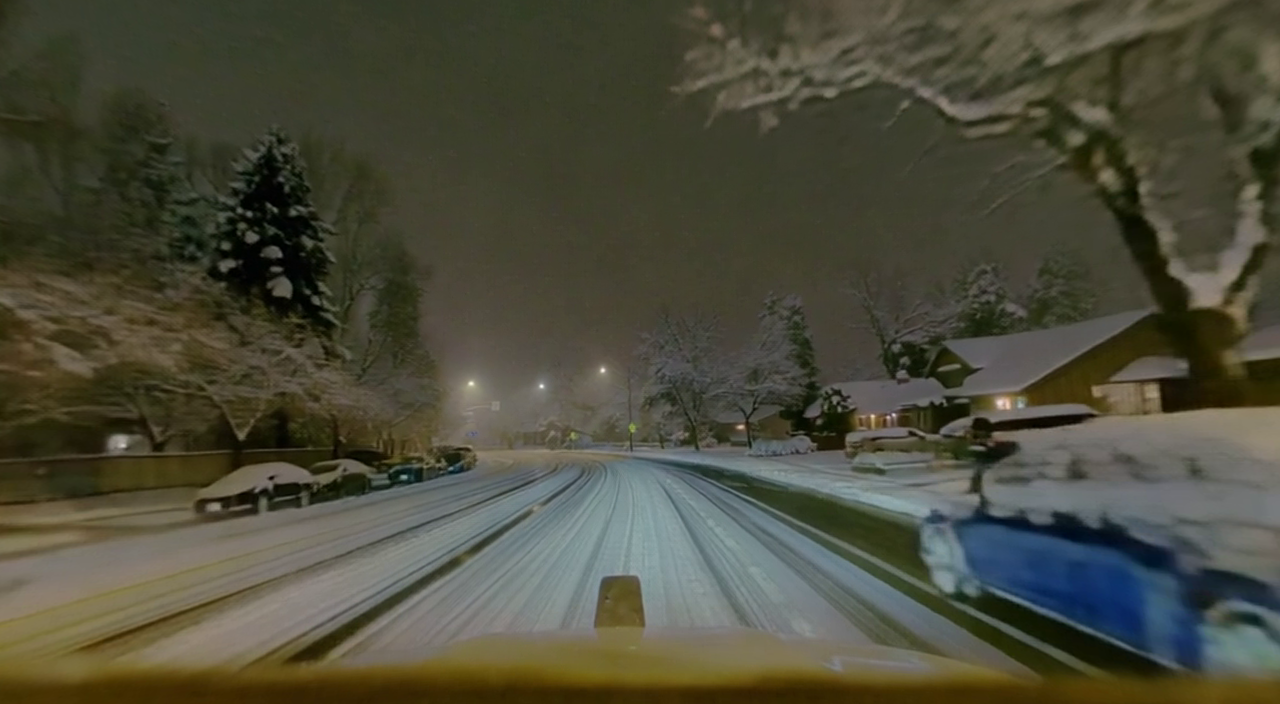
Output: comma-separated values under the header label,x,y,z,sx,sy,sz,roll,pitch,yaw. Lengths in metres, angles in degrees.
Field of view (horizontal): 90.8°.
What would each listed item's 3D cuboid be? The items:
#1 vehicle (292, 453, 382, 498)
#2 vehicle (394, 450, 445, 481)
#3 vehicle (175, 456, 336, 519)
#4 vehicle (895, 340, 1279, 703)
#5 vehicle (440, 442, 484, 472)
label,x,y,z,sx,sy,sz,roll,pitch,yaw
vehicle,-11.244,4.578,23.670,1.586,1.433,3.485,1,-8,0
vehicle,-11.937,6.137,34.448,1.750,1.471,3.960,2,-8,-6
vehicle,-11.018,3.874,18.611,1.922,1.496,4.598,0,-8,-1
vehicle,3.725,1.010,3.635,2.176,1.793,5.534,0,-8,0
vehicle,-12.965,7.643,46.336,2.190,1.789,5.477,-3,-7,-7
